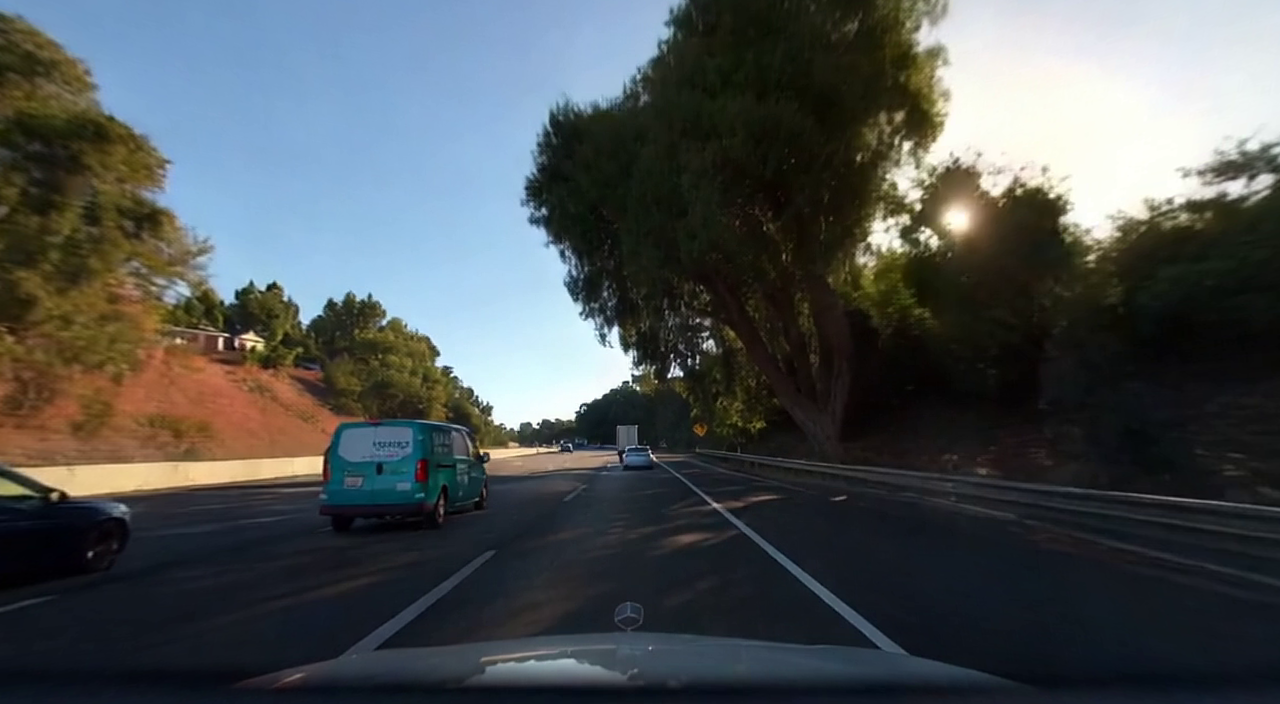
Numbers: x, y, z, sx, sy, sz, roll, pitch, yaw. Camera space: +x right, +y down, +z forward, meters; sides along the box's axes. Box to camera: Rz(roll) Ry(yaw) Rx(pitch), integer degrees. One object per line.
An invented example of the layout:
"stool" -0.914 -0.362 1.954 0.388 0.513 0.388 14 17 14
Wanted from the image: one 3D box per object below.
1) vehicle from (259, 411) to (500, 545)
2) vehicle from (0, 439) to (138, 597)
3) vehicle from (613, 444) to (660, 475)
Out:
"vehicle" -4.214 2.143 11.405 2.174 1.862 5.012 0 -9 0
"vehicle" -7.077 1.406 4.965 2.253 1.454 4.828 0 -9 1
"vehicle" -0.163 5.401 31.899 2.238 1.479 3.672 0 -9 1
